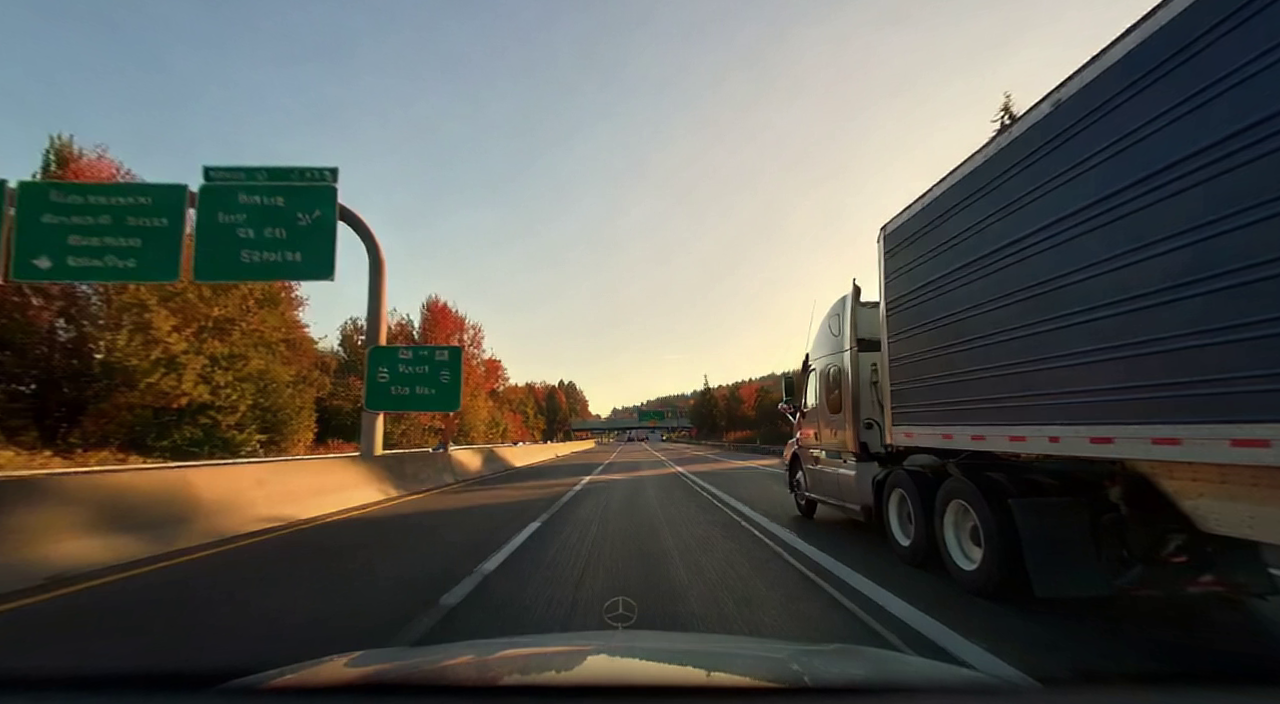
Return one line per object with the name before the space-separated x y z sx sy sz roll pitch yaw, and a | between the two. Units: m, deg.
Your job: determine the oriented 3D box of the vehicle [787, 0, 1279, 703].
vehicle | 4.121 -0.276 3.567 3.220 3.912 12.116 0 -8 -2
